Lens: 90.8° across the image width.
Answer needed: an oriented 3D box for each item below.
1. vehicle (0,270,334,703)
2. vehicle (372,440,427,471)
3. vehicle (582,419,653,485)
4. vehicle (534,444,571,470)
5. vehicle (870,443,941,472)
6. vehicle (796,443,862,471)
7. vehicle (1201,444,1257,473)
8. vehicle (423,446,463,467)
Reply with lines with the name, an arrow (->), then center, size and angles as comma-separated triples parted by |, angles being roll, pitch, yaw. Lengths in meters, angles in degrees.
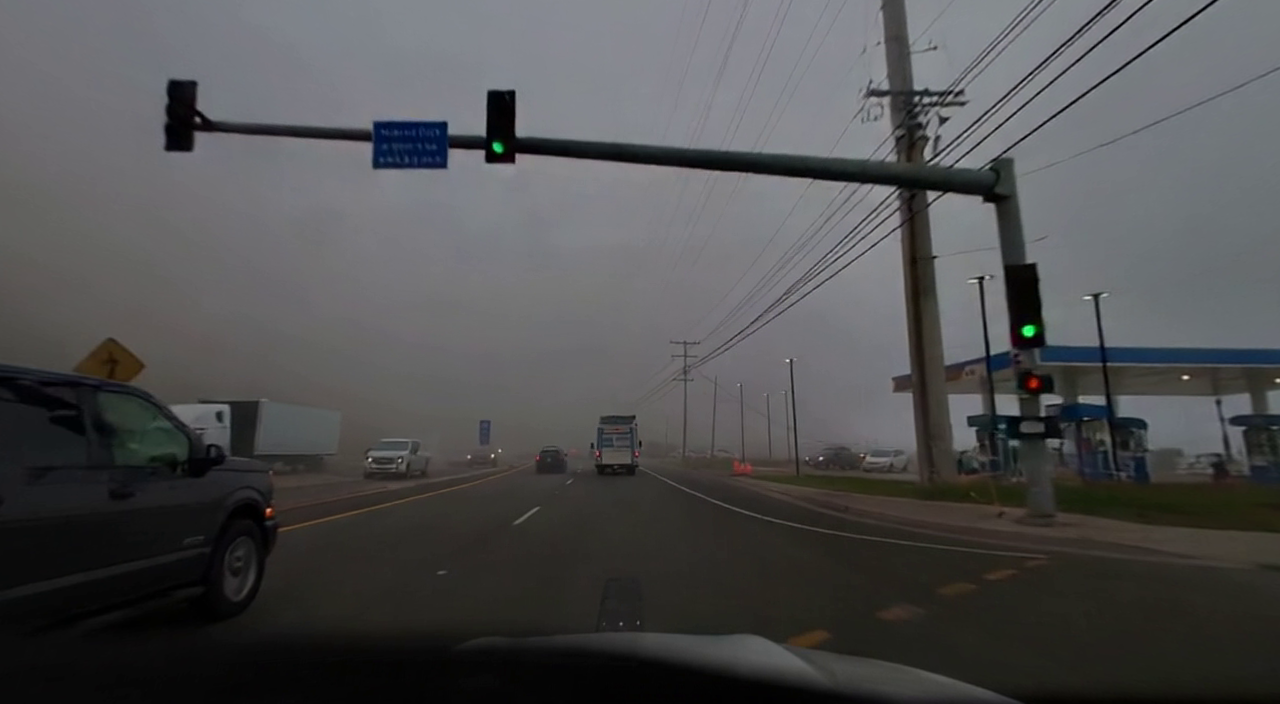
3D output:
vehicle -> -3.795, 0.663, 2.452 | 2.345, 2.012, 5.693 | 0, -8, 0
vehicle -> -14.850, 6.362, 39.189 | 1.991, 1.803, 4.100 | 0, -8, -4
vehicle -> -0.924, 3.872, 24.891 | 2.486, 2.280, 5.291 | 0, -8, -3
vehicle -> -5.396, 6.499, 39.416 | 1.972, 1.496, 4.150 | 0, -8, -3
vehicle -> 18.584, 7.287, 44.109 | 5.424, 1.844, 2.255 | 7, -10, -41
vehicle -> 13.776, 7.554, 45.801 | 5.331, 1.917, 2.166 | 7, -11, -44
vehicle -> 34.348, 6.160, 36.806 | 3.770, 1.581, 1.764 | 6, -10, -39
vehicle -> -15.306, 8.109, 49.259 | 1.993, 1.455, 3.967 | 0, -8, -3
